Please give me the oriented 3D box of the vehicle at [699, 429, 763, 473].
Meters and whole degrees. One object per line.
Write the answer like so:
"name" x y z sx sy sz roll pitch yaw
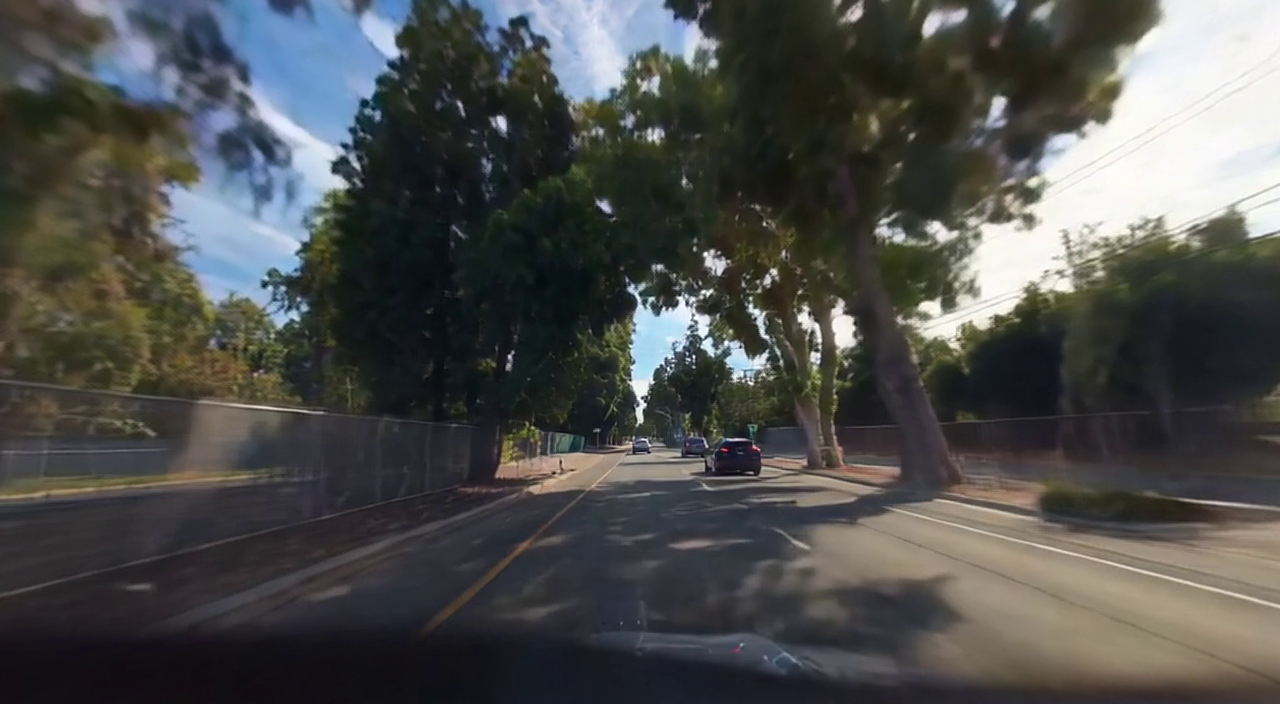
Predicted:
"vehicle" 4.000 4.456 28.596 2.112 1.825 4.574 0 -8 -1

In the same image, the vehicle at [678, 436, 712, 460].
"vehicle" 3.872 6.844 45.115 2.012 1.653 4.115 0 -8 0
